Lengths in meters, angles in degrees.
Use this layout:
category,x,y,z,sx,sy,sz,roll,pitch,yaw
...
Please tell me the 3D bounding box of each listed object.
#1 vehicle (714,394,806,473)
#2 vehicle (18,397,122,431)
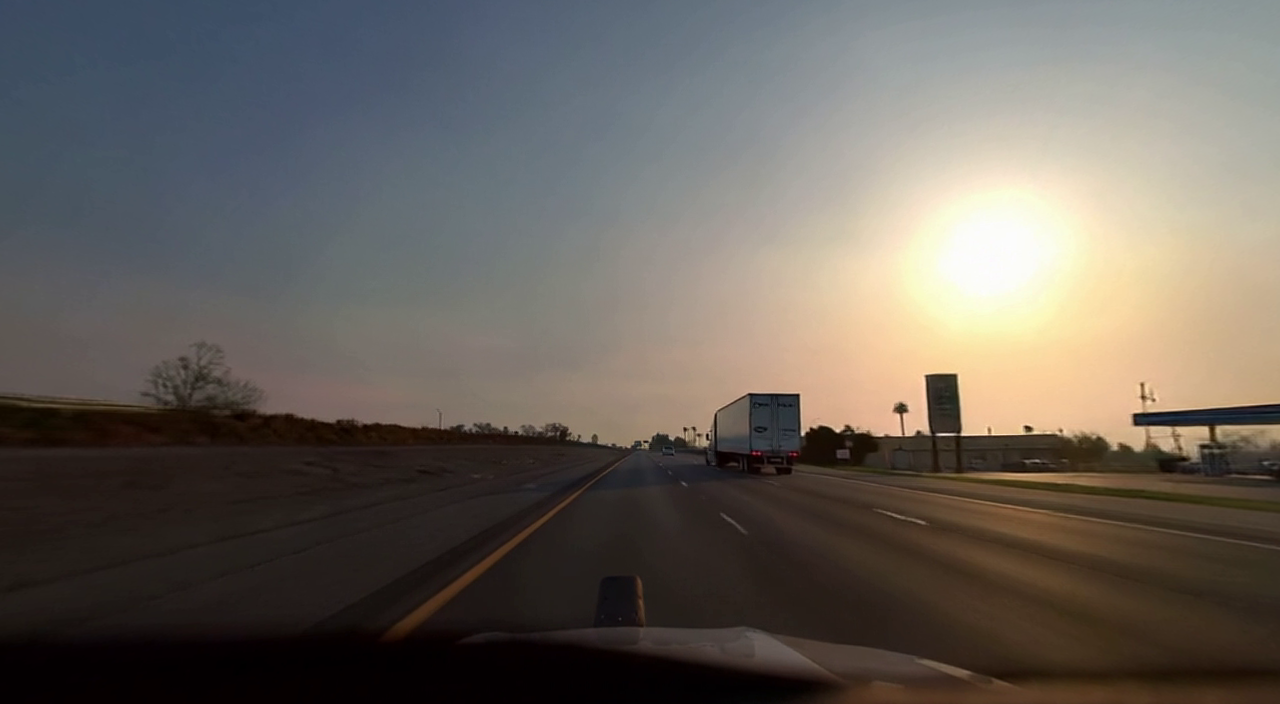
category,x,y,z,sx,sy,sz,roll,pitch,yaw
vehicle,7.260,5.452,41.264,2.912,4.153,15.866,0,-8,0
vehicle,-27.819,3.099,30.965,1.644,1.458,3.682,0,-8,-1
